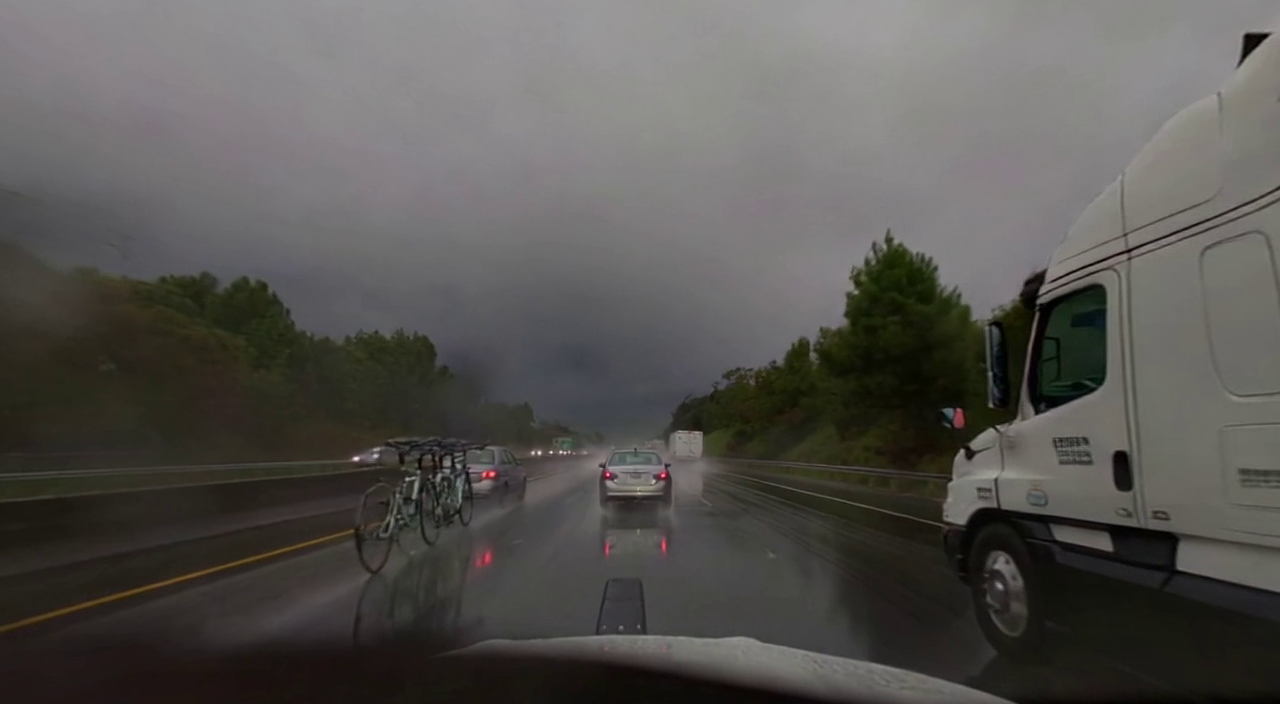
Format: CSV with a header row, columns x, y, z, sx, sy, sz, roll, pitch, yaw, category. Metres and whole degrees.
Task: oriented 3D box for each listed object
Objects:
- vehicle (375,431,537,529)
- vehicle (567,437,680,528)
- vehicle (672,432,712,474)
x,y,z,sx,sy,sz,roll,pitch,yaw,category
-3.562,2.585,13.267,1.985,1.671,4.604,0,-9,0,vehicle
-0.291,2.579,12.896,1.973,1.574,3.426,0,-9,0,vehicle
3.475,6.955,43.634,2.234,2.679,5.372,0,-9,-1,vehicle
